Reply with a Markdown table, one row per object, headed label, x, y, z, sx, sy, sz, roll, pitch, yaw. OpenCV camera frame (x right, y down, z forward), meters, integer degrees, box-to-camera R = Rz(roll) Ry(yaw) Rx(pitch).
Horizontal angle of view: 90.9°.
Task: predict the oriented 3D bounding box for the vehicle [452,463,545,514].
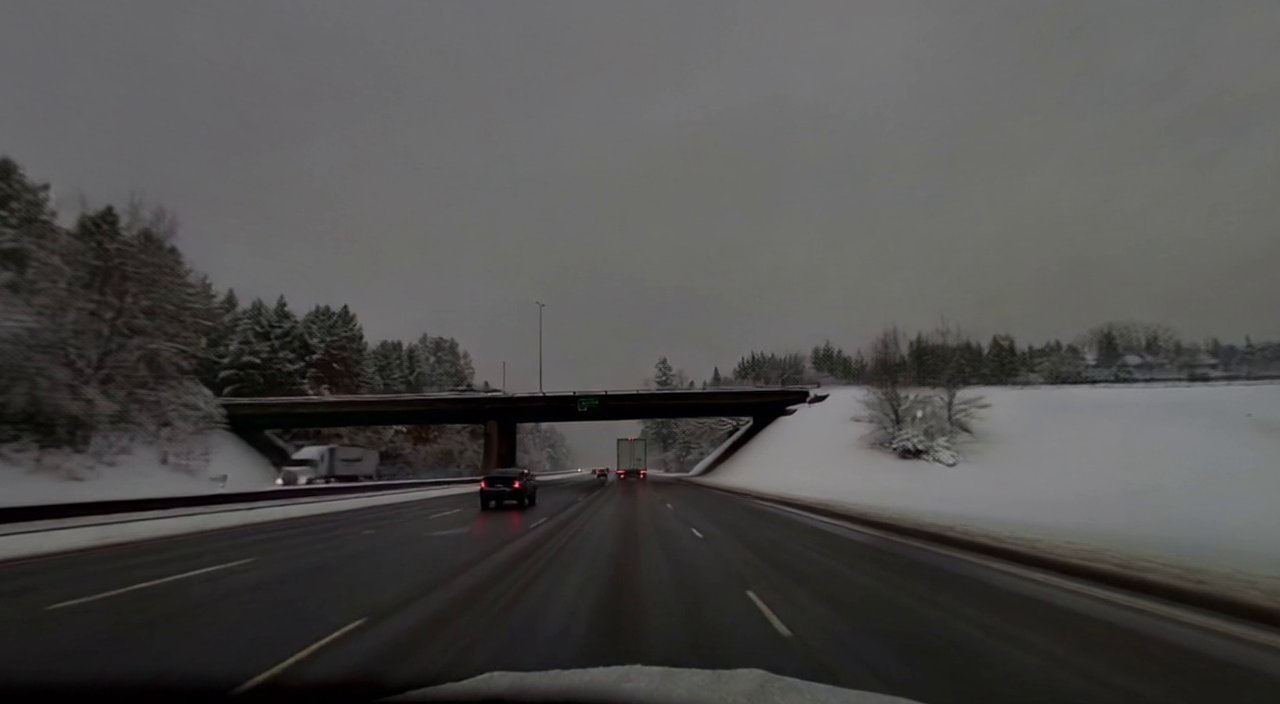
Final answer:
| label | x | y | z | sx | sy | sz | roll | pitch | yaw |
| --- | --- | --- | --- | --- | --- | --- | --- | --- | --- |
| vehicle | -4.510 | 4.456 | 20.939 | 1.950 | 1.460 | 4.812 | 1 | -10 | 0 |
